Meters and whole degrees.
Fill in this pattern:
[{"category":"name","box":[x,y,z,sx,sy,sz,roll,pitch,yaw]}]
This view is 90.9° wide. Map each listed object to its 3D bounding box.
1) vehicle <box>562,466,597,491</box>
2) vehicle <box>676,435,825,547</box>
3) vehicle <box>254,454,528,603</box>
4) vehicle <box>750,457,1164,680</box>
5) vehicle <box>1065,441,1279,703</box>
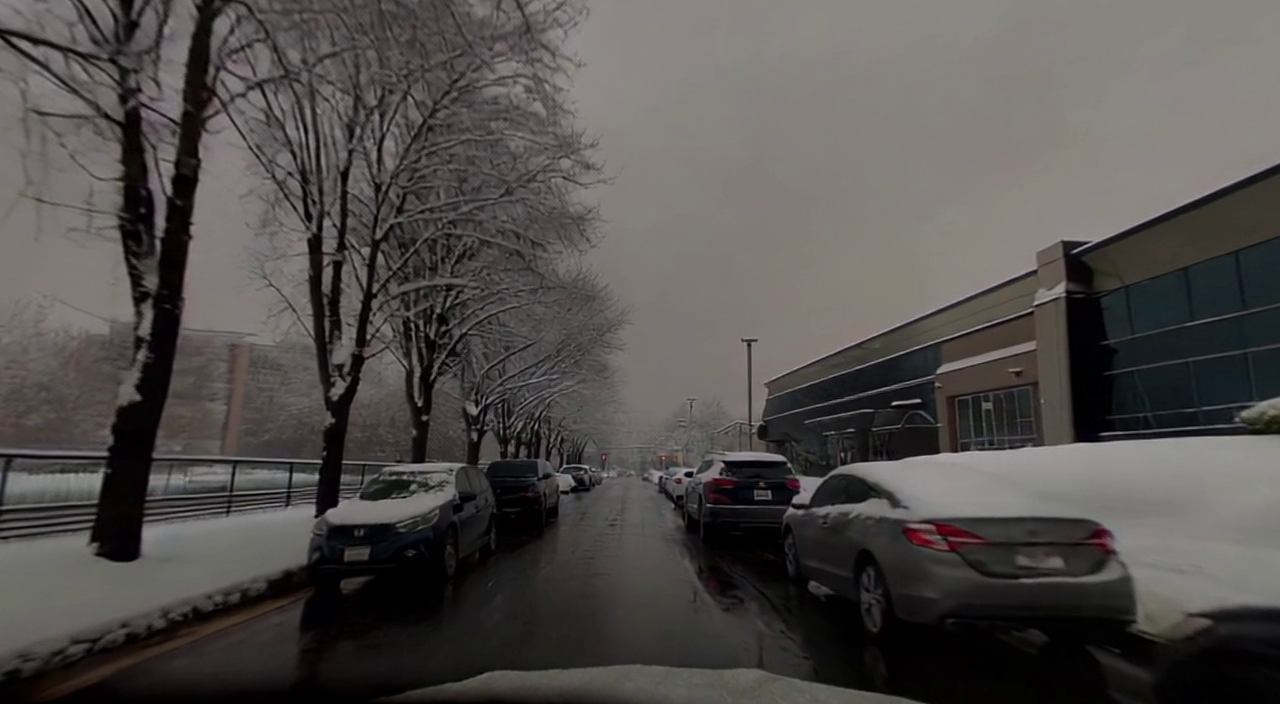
[{"category":"vehicle","box":[-3.719,7.881,39.326,2.002,1.460,4.201,1,-11,-3]},{"category":"vehicle","box":[2.146,2.975,13.916,2.242,1.972,4.898,1,-11,-2]},{"category":"vehicle","box":[-2.890,2.196,8.600,2.018,1.461,4.413,1,-11,-2]},{"category":"vehicle","box":[2.592,1.919,6.645,1.815,1.479,4.498,1,-11,-3]},{"category":"vehicle","box":[2.935,0.812,0.724,1.889,1.482,4.118,1,-11,-2]}]
